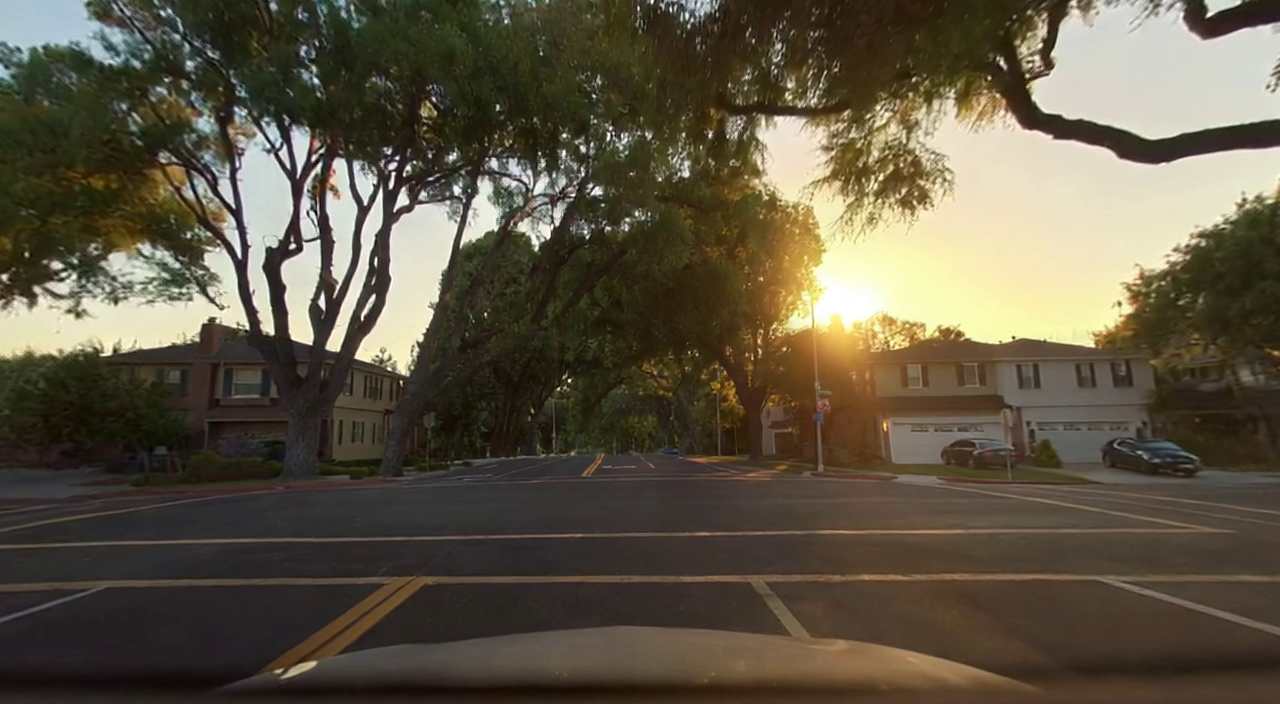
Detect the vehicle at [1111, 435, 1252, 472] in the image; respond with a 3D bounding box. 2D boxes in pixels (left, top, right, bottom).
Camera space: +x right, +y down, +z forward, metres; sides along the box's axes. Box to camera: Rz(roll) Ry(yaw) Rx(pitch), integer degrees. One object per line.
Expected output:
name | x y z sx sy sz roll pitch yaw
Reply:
vehicle | 26.323 4.963 31.055 2.152 1.606 5.402 0 -9 0
